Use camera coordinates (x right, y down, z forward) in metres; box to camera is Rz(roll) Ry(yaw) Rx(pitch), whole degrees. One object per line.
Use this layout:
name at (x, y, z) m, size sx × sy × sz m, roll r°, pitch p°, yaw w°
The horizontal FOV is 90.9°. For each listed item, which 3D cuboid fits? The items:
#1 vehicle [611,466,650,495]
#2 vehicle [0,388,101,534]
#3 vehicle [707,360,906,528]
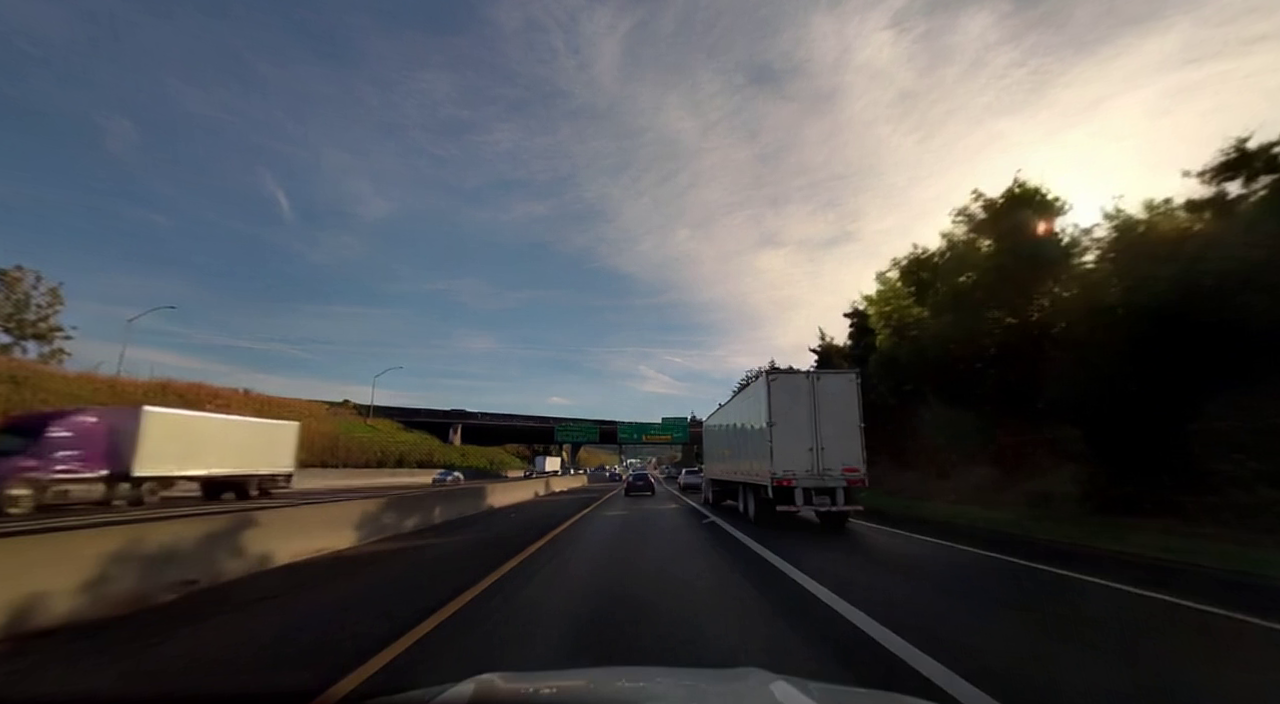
vehicle at (-0.478, 7.046, 34.680) m, size 2.010 × 1.436 × 3.973 m, roll 1°, pitch -10°, yaw 1°
vehicle at (-15.813, 2.104, 12.371) m, size 2.912 × 3.234 × 8.258 m, roll 1°, pitch -10°, yaw 0°
vehicle at (4.777, 3.505, 22.516) m, size 3.218 × 4.001 × 14.492 m, roll 1°, pitch -10°, yaw 0°
